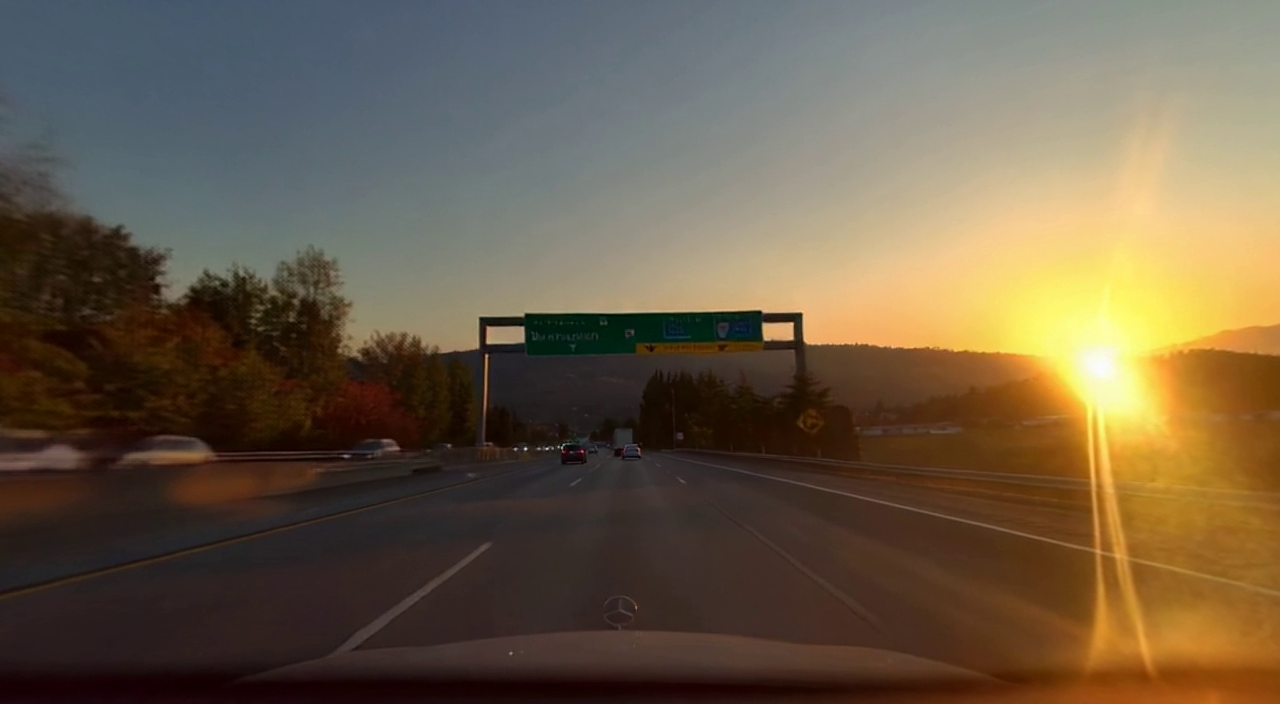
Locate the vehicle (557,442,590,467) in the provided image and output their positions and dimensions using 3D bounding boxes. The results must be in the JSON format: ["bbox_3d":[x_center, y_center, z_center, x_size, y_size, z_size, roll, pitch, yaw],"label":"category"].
[{"bbox_3d":[-4.777,7.413,45.503,2.098,1.692,4.038,0,-9,-2],"label":"vehicle"}]

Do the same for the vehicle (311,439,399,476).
[{"bbox_3d":[-13.019,4.857,28.982,1.935,1.542,4.672,0,-9,-1],"label":"vehicle"}]

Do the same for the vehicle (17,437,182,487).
[{"bbox_3d":[-18.013,3.685,21.206,1.857,1.496,4.189,0,-9,-1],"label":"vehicle"}]

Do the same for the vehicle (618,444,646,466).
[{"bbox_3d":[-0.645,7.900,48.278,2.084,1.582,3.882,0,-9,-2],"label":"vehicle"}]
